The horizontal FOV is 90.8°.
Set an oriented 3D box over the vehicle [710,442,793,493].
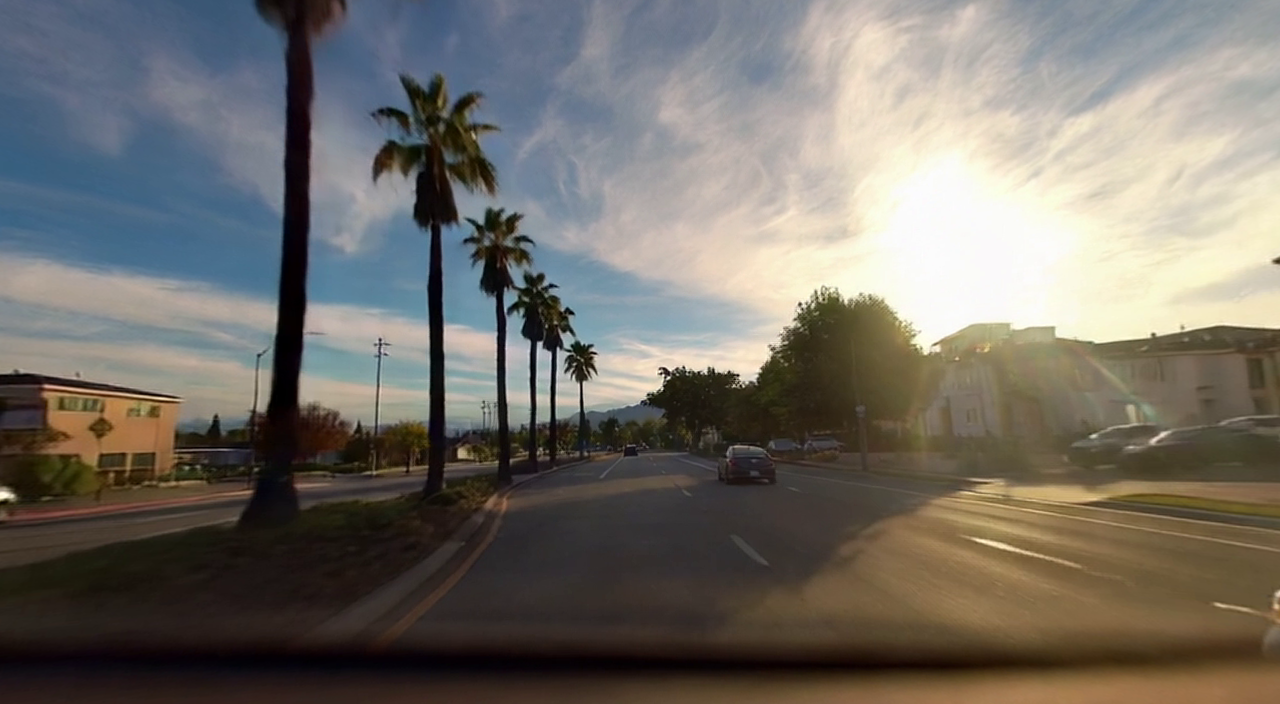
[{"bbox_3d":[3.587,3.804,21.140,1.989,1.492,4.689,0,-9,1],"label":"vehicle"}]
